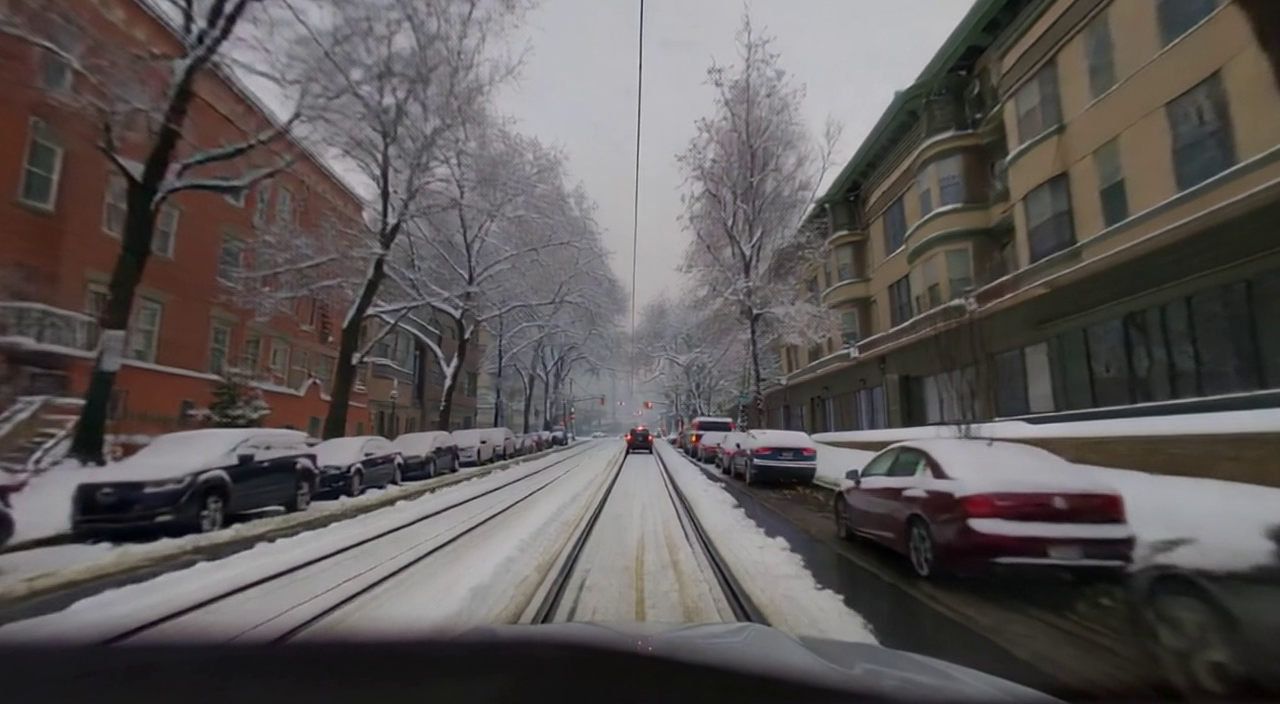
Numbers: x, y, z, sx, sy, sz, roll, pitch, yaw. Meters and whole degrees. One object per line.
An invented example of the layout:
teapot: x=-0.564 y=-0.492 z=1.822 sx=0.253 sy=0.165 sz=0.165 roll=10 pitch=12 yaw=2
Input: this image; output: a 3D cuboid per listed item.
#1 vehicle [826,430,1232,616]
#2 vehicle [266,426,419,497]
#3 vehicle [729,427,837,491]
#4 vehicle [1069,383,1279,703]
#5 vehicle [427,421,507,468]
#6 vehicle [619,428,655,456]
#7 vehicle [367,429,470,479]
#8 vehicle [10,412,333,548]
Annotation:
vehicle: x=3.798 y=1.708 z=7.270 sx=1.838 sy=1.475 sz=4.163 roll=0 pitch=-9 yaw=-3
vehicle: x=-7.342 y=2.816 z=16.174 sx=1.756 sy=1.492 sz=4.426 roll=2 pitch=-10 yaw=-1
vehicle: x=3.838 y=2.973 z=17.736 sx=1.890 sy=1.559 sz=4.281 roll=0 pitch=-9 yaw=-2
vehicle: x=3.935 y=0.896 z=2.182 sx=1.929 sy=1.723 sz=4.134 roll=0 pitch=-9 yaw=0
vehicle: x=-7.305 y=4.024 z=27.330 sx=2.049 sy=1.821 sz=5.066 roll=0 pitch=-9 yaw=0
vehicle: x=-0.199 y=5.236 z=36.605 sx=1.984 sy=1.571 sz=3.404 roll=0 pitch=-9 yaw=-1
vehicle: x=-7.389 y=3.483 z=21.622 sx=1.833 sy=1.477 sz=4.851 roll=0 pitch=-9 yaw=-1
vehicle: x=-7.352 y=1.995 z=10.720 sx=1.861 sy=1.751 sz=4.550 roll=1 pitch=-7 yaw=2
